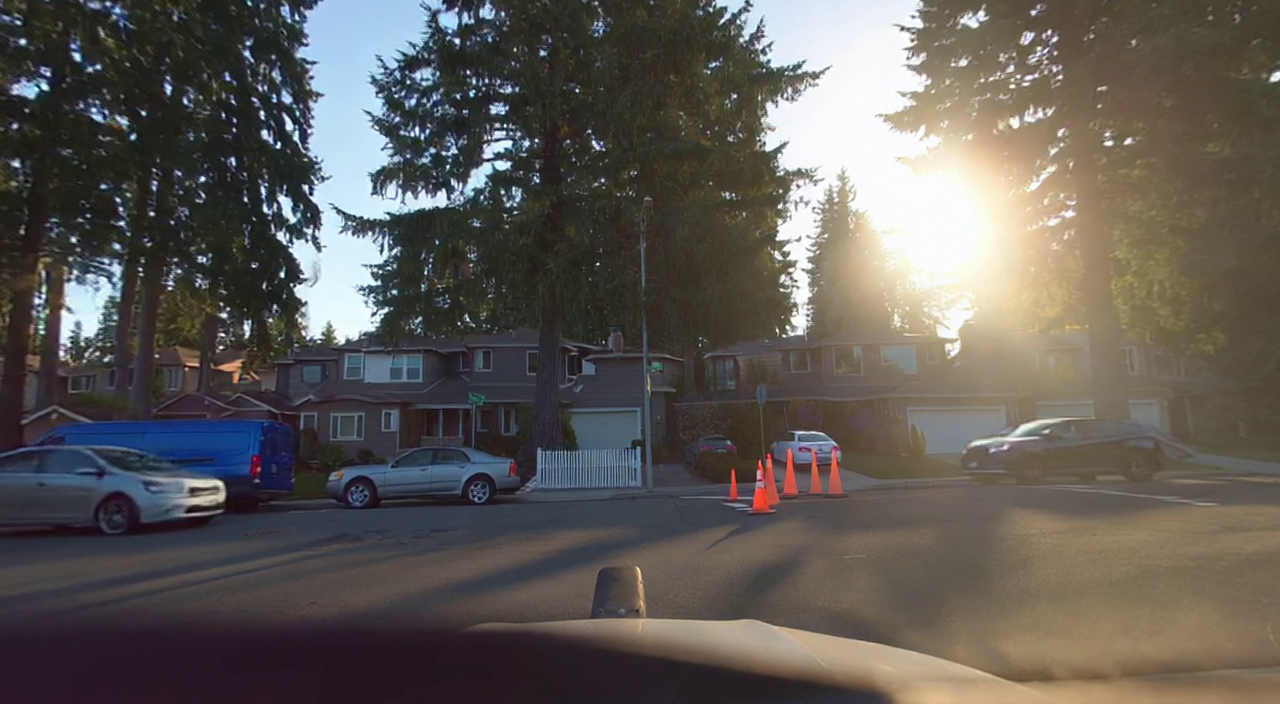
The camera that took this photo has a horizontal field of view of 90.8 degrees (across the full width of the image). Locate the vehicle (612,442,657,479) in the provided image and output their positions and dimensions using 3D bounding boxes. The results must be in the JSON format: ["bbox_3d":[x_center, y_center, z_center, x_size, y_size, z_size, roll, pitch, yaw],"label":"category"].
[{"bbox_3d":[-0.302,4.756,27.931,1.648,1.430,3.654,4,-9,-4],"label":"vehicle"}]

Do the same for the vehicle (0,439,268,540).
[{"bbox_3d":[-9.495,2.312,10.997,4.684,1.556,2.087,0,-8,-1],"label":"vehicle"}]

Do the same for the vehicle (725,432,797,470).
[{"bbox_3d":[5.340,4.462,28.494,2.007,1.555,4.204,1,-9,-7],"label":"vehicle"}]

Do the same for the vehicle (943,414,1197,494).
[{"bbox_3d":[10.804,2.587,16.162,5.047,1.851,2.103,1,-9,-5],"label":"vehicle"}]

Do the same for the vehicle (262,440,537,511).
[{"bbox_3d":[-6.382,3.400,17.817,6.643,1.777,2.925,1,-8,-5],"label":"vehicle"}]

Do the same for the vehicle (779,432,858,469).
[{"bbox_3d":[8.063,4.493,28.946,1.893,1.529,4.422,1,-9,-7],"label":"vehicle"}]

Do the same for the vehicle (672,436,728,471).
[{"bbox_3d":[2.593,4.538,28.373,1.745,1.461,4.074,1,-8,-6],"label":"vehicle"}]
